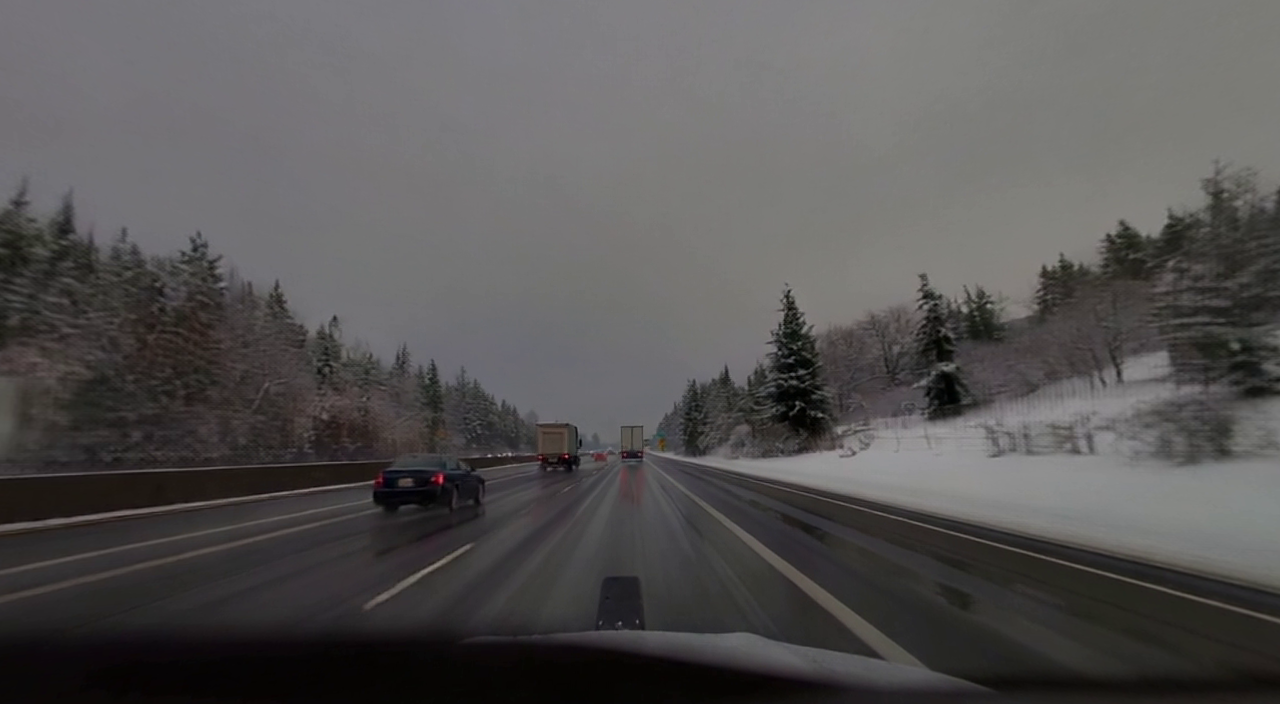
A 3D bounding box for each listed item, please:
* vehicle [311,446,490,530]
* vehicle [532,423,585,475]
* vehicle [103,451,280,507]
[{"bbox_3d":[-4.774,2.771,13.470,1.979,1.459,4.643,0,-9,1],"label":"vehicle"},{"bbox_3d":[-4.709,5.773,37.468,2.368,2.813,6.329,0,-9,0],"label":"vehicle"},{"bbox_3d":[-13.328,3.767,19.213,1.971,1.498,4.598,0,-9,1],"label":"vehicle"}]
